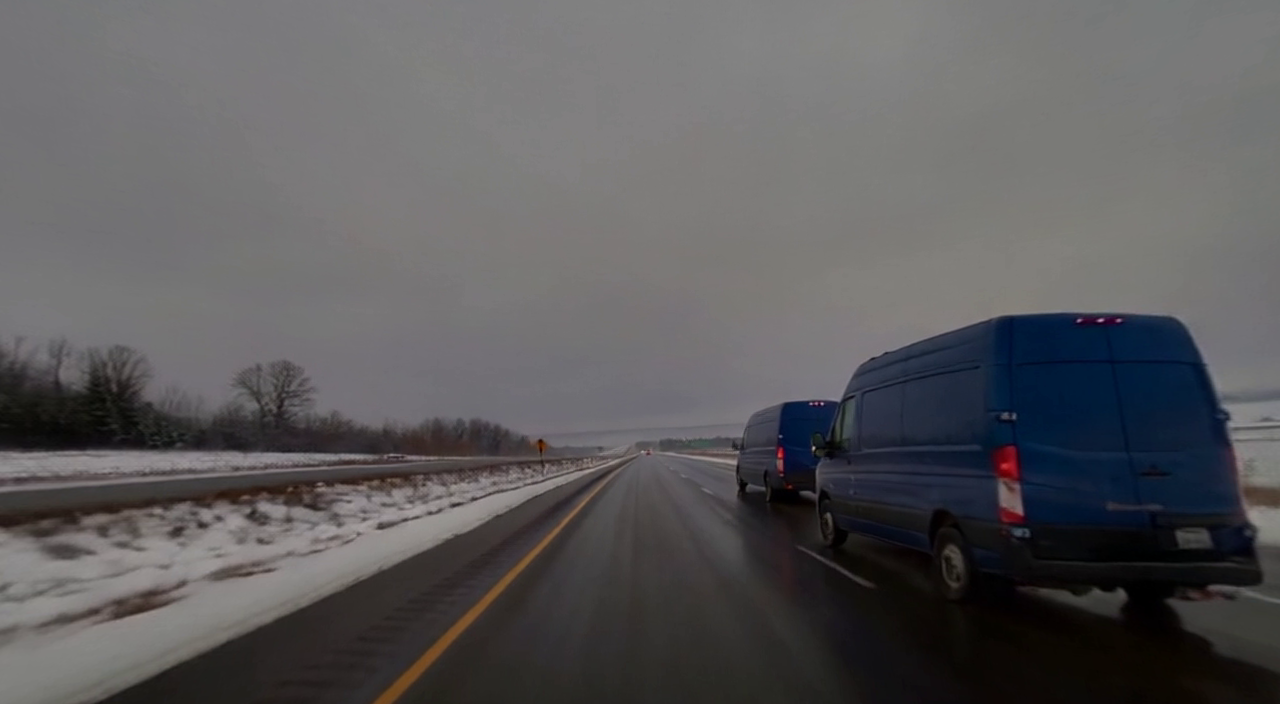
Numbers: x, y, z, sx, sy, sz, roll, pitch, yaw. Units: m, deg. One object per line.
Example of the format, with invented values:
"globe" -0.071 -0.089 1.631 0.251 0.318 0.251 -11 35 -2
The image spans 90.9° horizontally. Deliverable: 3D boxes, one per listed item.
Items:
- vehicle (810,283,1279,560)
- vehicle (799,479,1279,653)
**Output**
"vehicle" 4.074 0.896 7.545 2.444 2.053 5.616 -1 -8 0
"vehicle" 3.996 2.093 7.463 2.702 0.824 6.391 0 -9 1
